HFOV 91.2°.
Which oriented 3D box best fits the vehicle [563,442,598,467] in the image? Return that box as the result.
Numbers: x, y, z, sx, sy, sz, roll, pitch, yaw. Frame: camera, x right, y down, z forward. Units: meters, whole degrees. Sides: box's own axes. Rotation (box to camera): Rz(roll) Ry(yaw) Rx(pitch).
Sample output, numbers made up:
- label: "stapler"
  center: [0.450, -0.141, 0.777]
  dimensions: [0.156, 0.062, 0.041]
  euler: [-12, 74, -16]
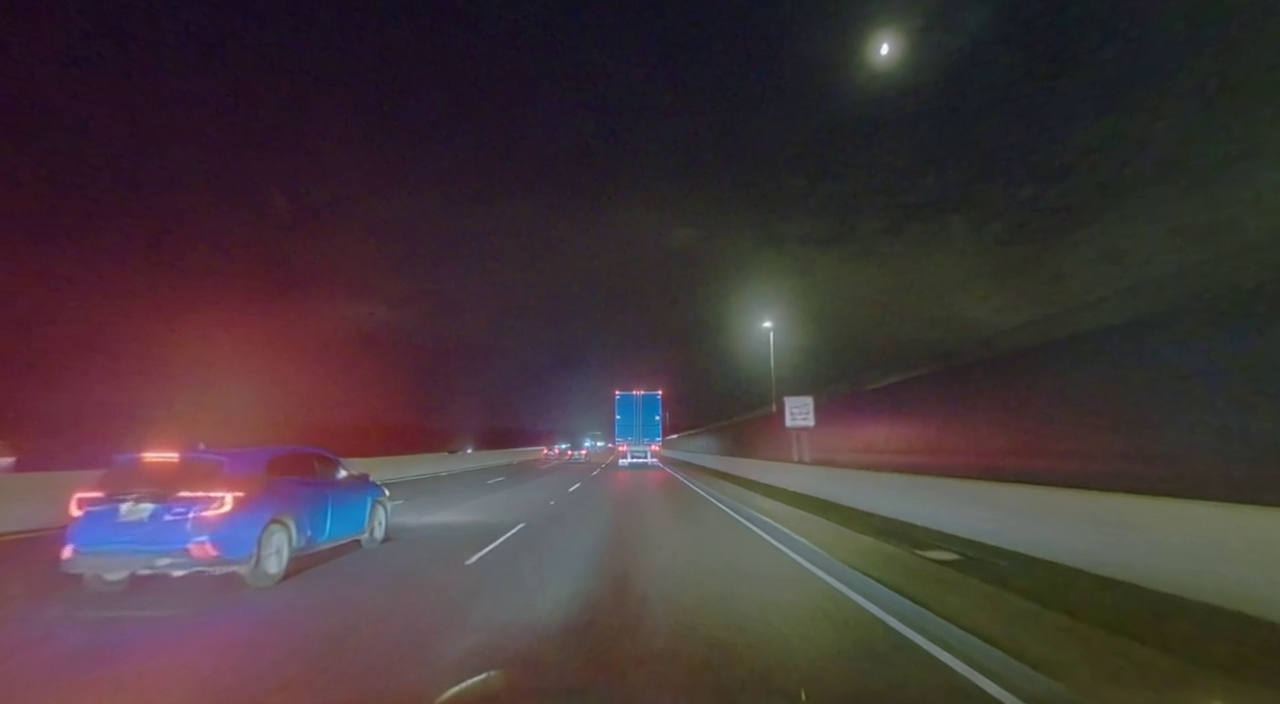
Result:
- label: "vehicle"
  center: [-3.969, 6.910, 42.284]
  dimensions: [2.006, 1.572, 4.082]
  euler: [0, -9, -1]

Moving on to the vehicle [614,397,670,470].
- label: "vehicle"
  center: [0.040, 5.433, 40.784]
  dimensions: [3.123, 4.094, 10.812]
  euler: [0, -9, -1]

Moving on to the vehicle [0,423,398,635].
- label: "vehicle"
  center: [-4.220, 1.580, 6.500]
  dimensions: [1.895, 1.500, 3.808]
  euler: [0, -9, 0]
